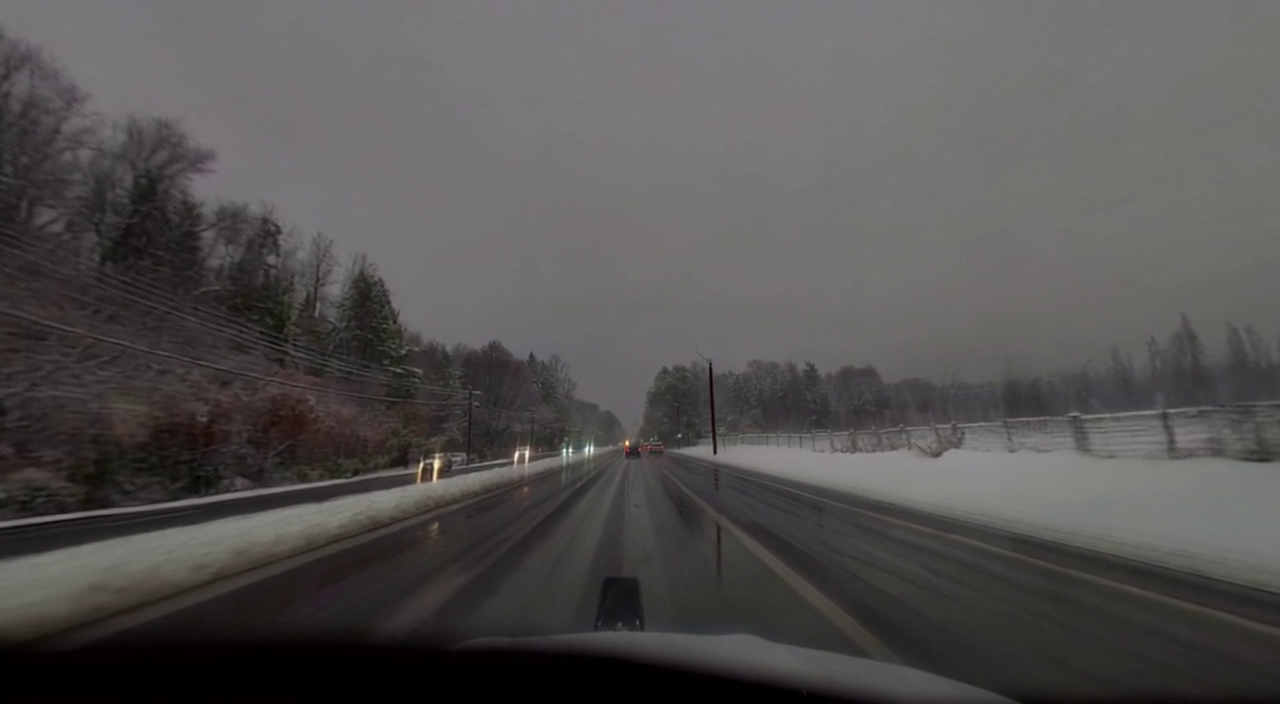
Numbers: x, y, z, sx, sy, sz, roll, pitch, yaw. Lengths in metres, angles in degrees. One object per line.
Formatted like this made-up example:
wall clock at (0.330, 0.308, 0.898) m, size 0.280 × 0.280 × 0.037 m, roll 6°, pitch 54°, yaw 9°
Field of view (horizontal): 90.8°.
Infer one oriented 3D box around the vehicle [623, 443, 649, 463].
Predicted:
vehicle at (-0.350, 7.915, 49.547) m, size 1.984 × 1.439 × 4.171 m, roll 0°, pitch -9°, yaw -1°
